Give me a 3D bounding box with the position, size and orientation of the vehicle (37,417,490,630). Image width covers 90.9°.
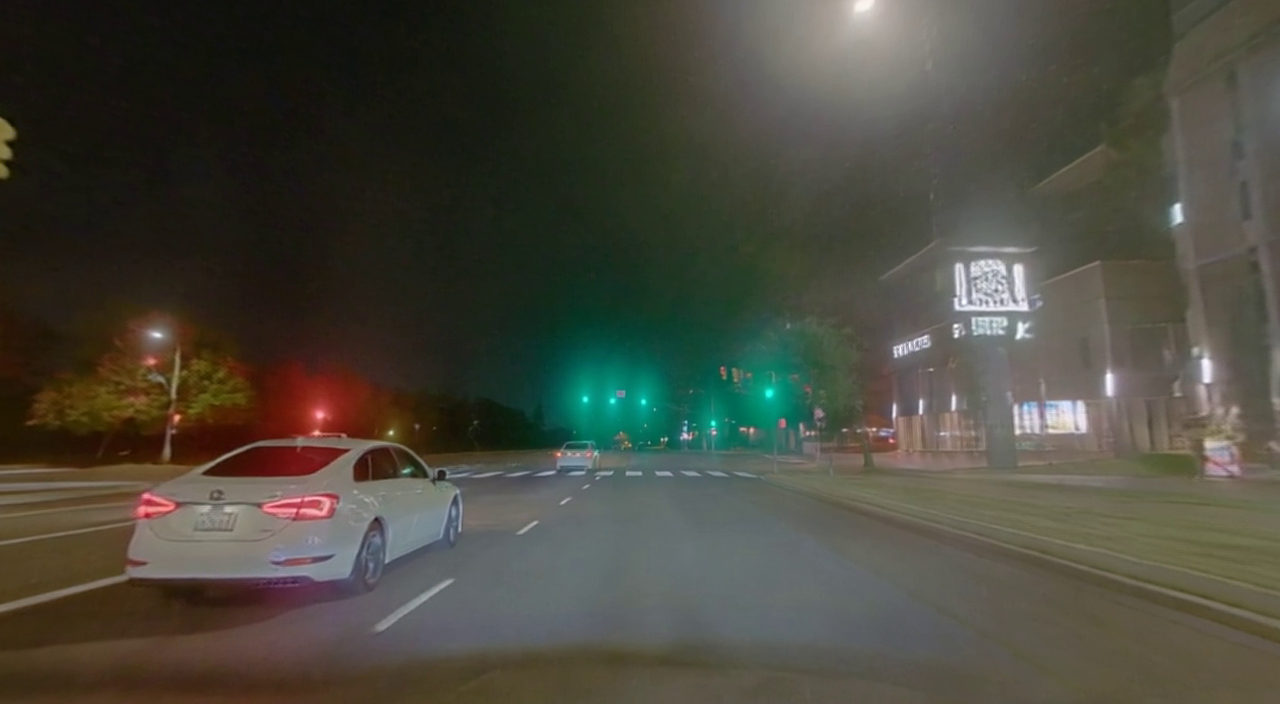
[{"bbox_3d":[-3.175,1.528,6.676,2.018,1.477,4.401,0,-8,1],"label":"vehicle"}]

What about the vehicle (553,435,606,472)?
[{"bbox_3d":[-2.904,5.029,31.307,2.109,1.692,4.220,0,-8,2],"label":"vehicle"}]
